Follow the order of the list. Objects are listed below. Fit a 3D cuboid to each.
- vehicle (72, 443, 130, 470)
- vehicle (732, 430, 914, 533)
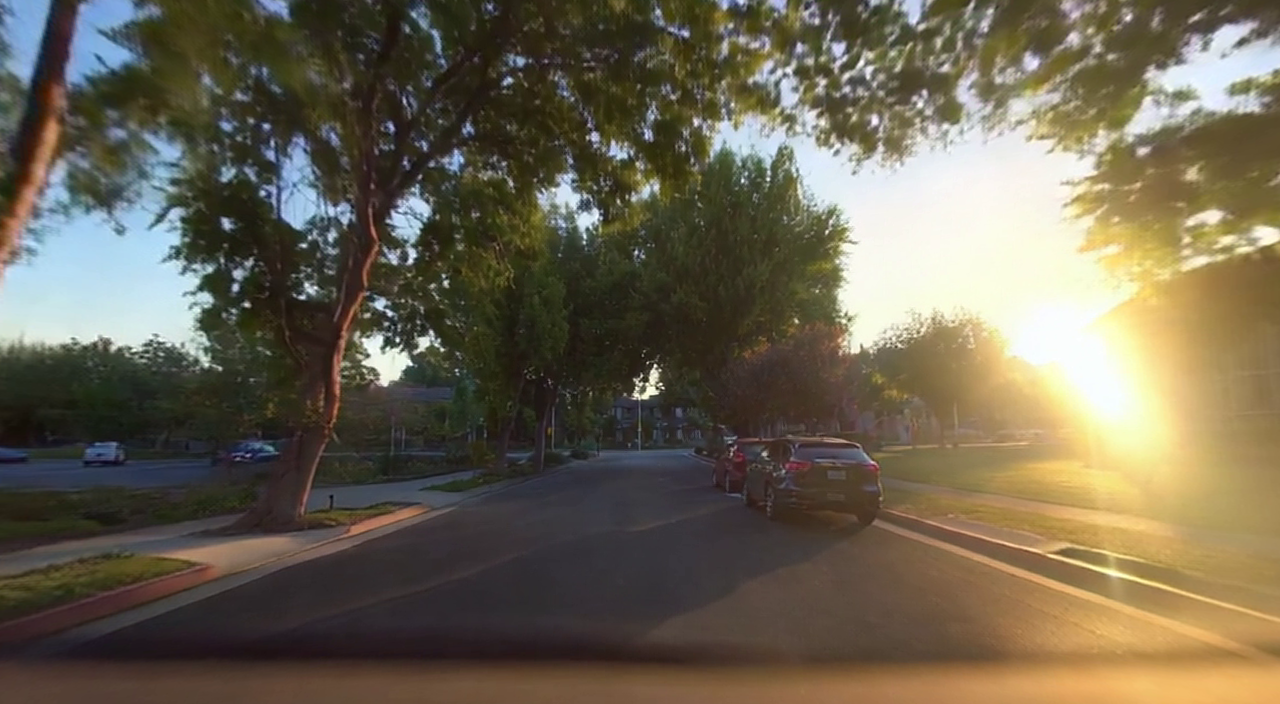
[{"bbox_3d":[-36.976,7.133,43.286,4.157,1.687,2.419,-7,-12,43],"label":"vehicle"},{"bbox_3d":[3.082,2.290,11.831,2.064,1.532,4.596,0,-8,0],"label":"vehicle"}]
